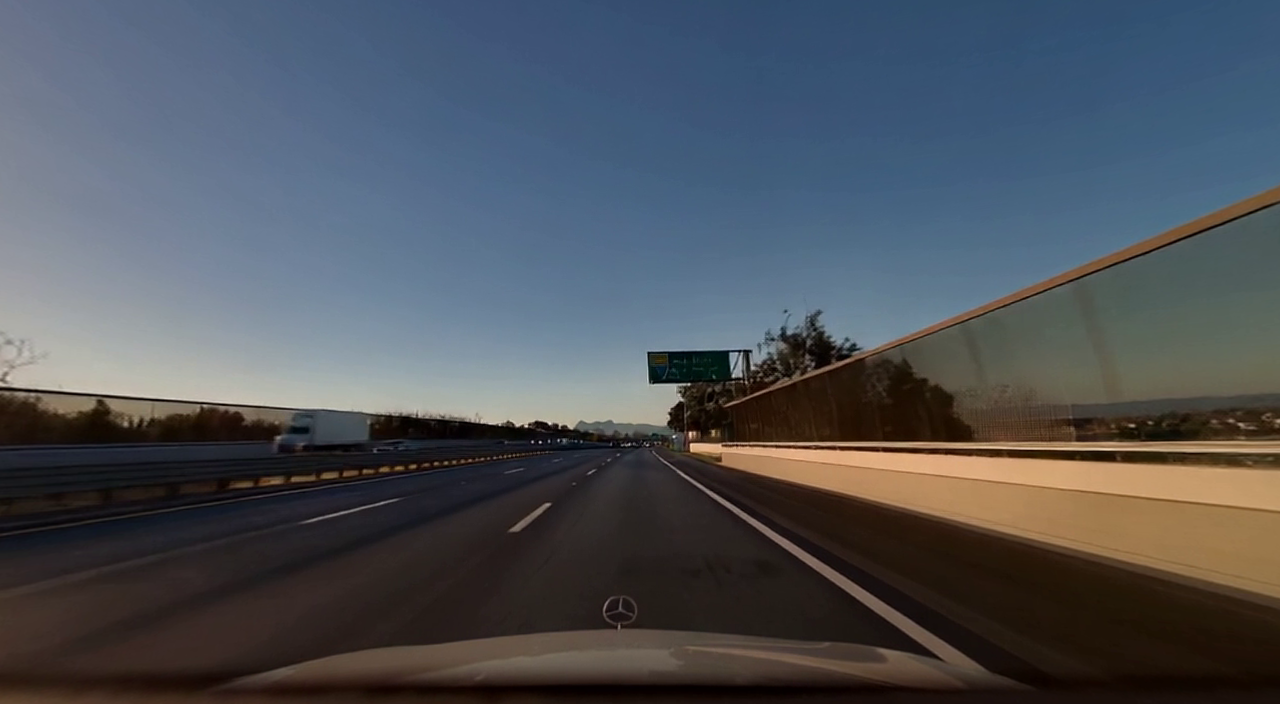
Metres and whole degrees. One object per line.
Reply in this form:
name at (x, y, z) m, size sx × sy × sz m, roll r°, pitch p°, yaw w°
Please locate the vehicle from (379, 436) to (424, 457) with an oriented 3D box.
vehicle at (-18.240, 7.237, 48.198) m, size 1.837 × 1.456 × 3.836 m, roll -1°, pitch -8°, yaw 2°
